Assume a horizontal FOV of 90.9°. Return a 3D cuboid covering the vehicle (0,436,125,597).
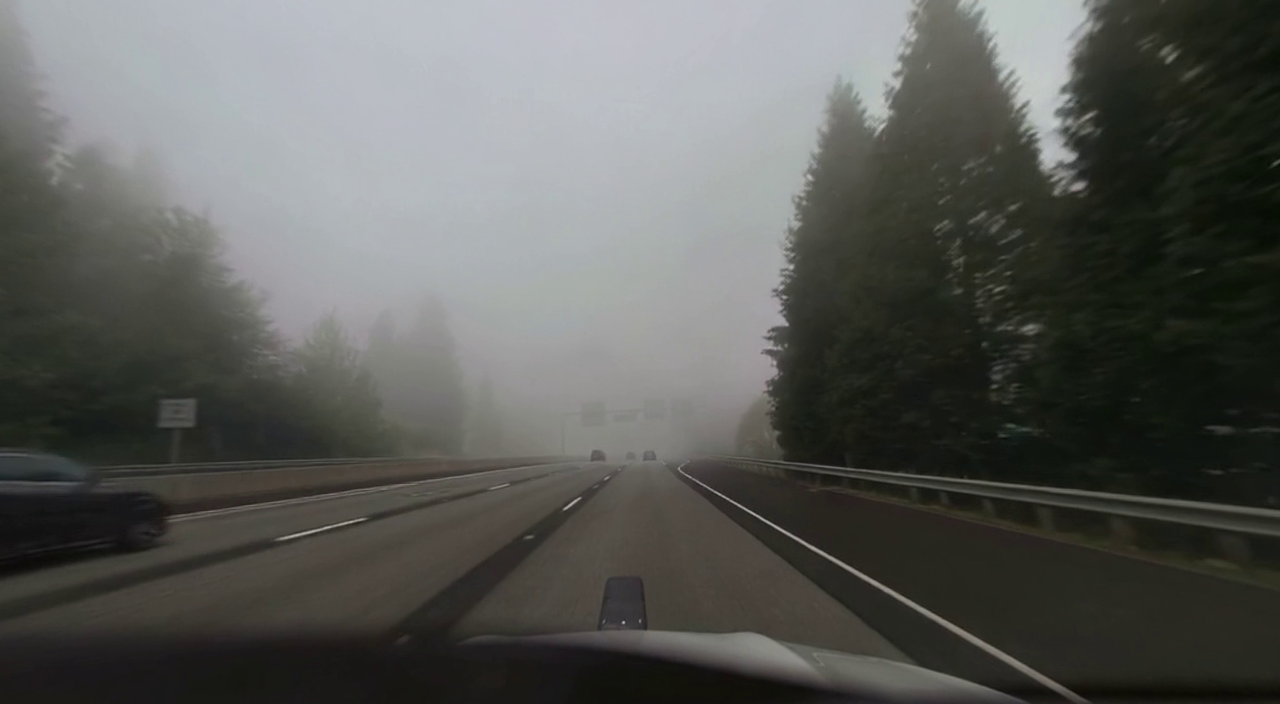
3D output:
[{"bbox_3d":[-6.832,1.388,4.827,1.835,1.459,4.636,-2,-9,1],"label":"vehicle"}]
